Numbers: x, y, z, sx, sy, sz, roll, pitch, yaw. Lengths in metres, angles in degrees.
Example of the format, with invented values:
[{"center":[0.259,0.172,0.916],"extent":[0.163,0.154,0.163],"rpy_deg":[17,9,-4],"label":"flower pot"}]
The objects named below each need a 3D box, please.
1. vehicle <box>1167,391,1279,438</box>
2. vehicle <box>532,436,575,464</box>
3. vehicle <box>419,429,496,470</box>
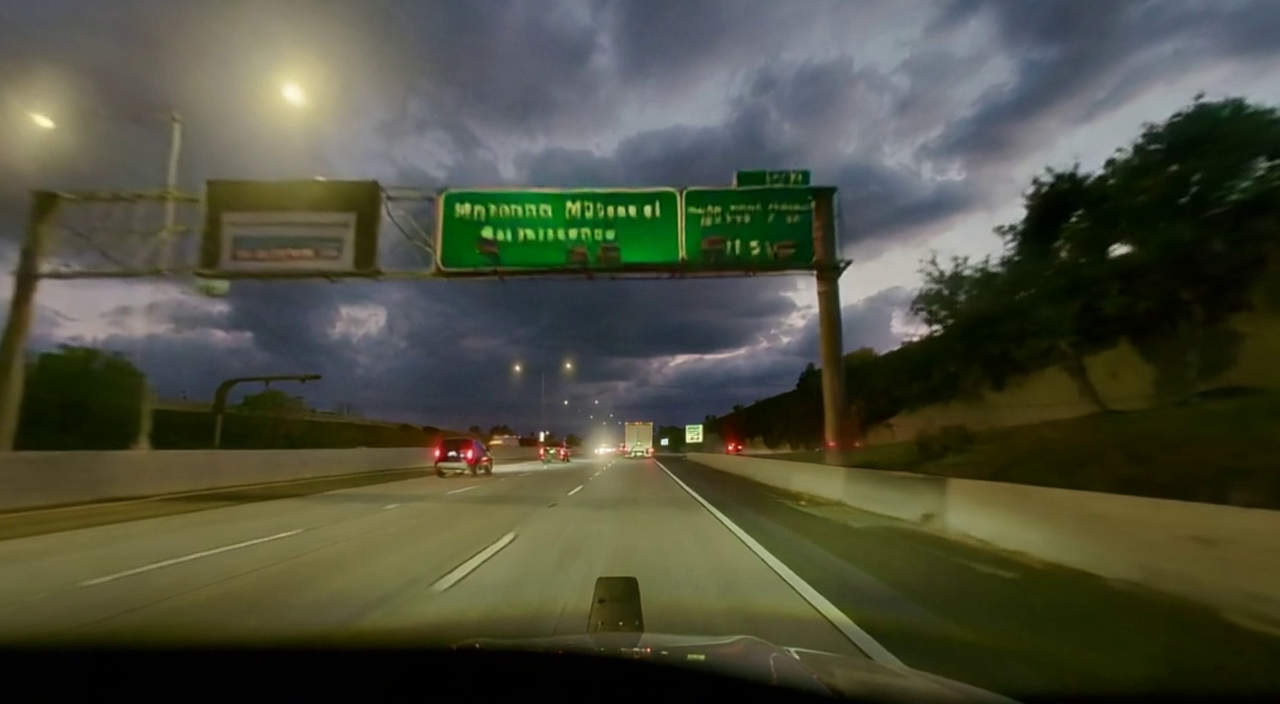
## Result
[{"center":[23.334,2.228,22.640],"extent":[2.401,1.540,6.222],"rpy_deg":[2,-10,-18],"label":"vehicle"},{"center":[-6.533,7.497,48.350],"extent":[2.502,1.997,5.697],"rpy_deg":[0,-9,0],"label":"vehicle"},{"center":[-10.609,5.777,37.337],"extent":[2.571,2.169,6.443],"rpy_deg":[0,-9,1],"label":"vehicle"}]
